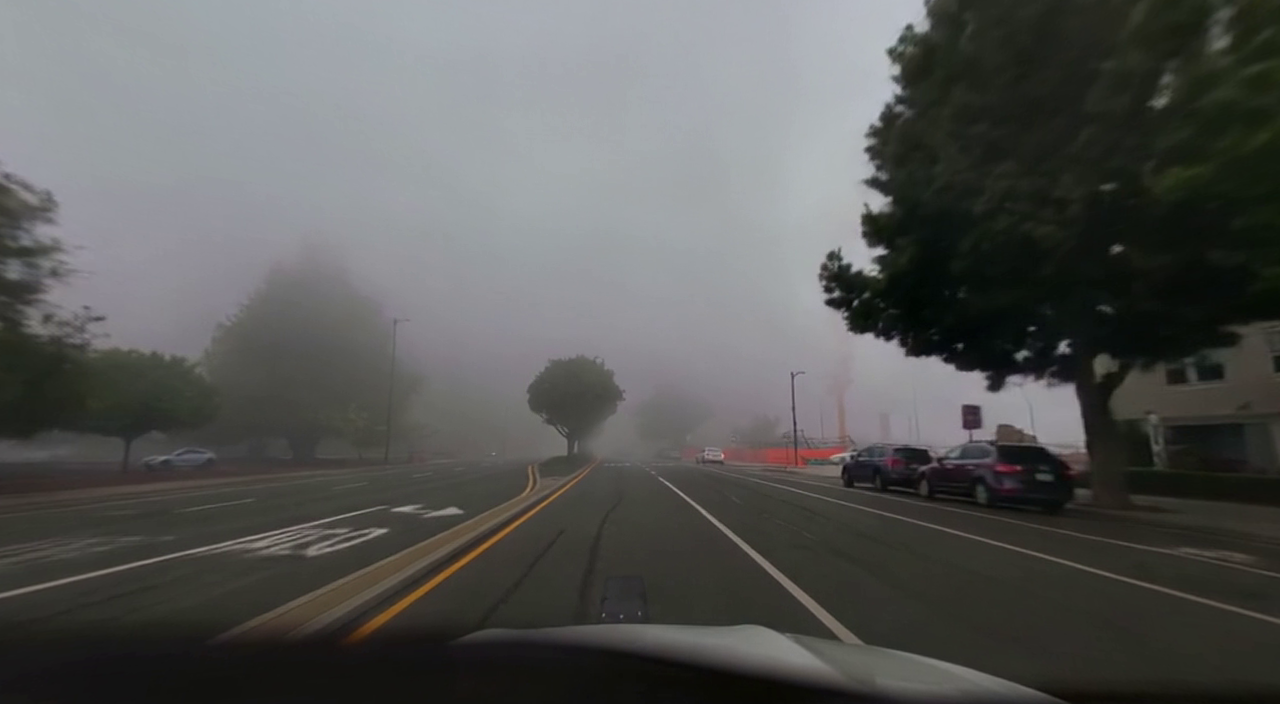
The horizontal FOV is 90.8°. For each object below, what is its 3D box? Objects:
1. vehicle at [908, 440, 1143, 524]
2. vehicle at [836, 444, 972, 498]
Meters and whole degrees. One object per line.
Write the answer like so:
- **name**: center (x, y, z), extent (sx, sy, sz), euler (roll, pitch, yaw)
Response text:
- **vehicle**: center (7.898, 2.669, 13.661), extent (1.946, 1.472, 4.753), euler (0, -9, -2)
- **vehicle**: center (7.849, 3.545, 19.362), extent (2.079, 1.442, 4.406), euler (0, -9, -3)
